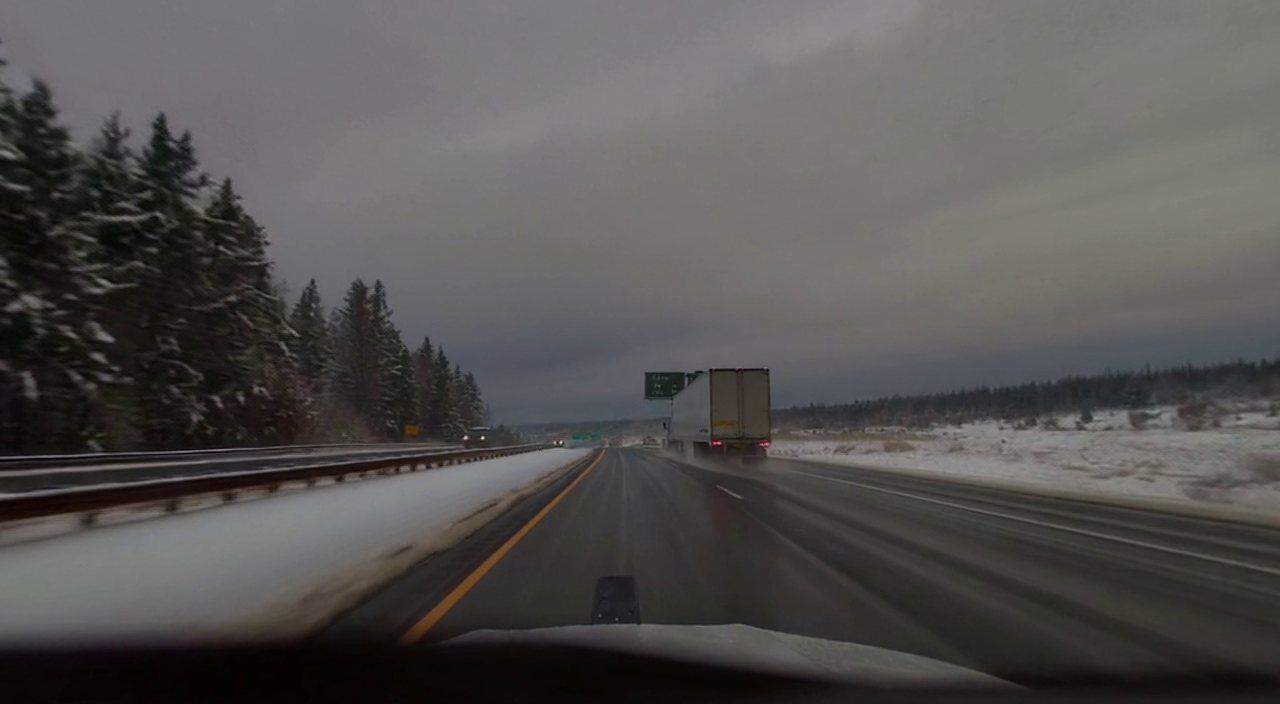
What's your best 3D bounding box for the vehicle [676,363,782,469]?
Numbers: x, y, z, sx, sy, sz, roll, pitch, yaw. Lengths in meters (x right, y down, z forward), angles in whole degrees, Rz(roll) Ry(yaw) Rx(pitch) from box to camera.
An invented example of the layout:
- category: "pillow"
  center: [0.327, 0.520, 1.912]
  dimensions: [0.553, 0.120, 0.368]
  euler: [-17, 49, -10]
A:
- category: "vehicle"
  center: [3.759, 3.296, 30.541]
  dimensions: [2.974, 4.003, 12.849]
  euler: [1, -8, -1]
